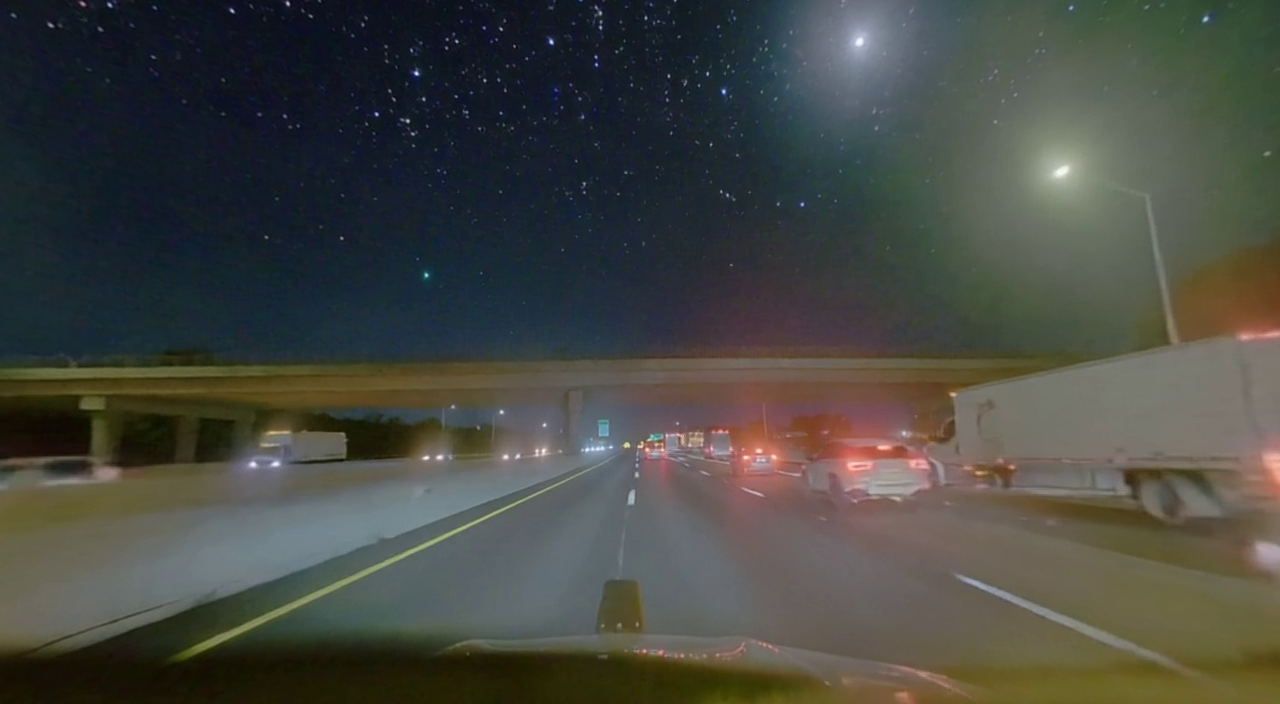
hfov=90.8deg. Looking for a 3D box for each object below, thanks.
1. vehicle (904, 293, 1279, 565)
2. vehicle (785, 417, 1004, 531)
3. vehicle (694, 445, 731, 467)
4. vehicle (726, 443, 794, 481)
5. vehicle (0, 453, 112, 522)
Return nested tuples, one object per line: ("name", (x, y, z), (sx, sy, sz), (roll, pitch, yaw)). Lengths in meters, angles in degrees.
("vehicle", (8.876, 1.607, 12.165), (2.782, 3.144, 11.091), (0, -8, 0))
("vehicle", (4.637, 2.303, 12.562), (2.201, 1.804, 4.801), (0, -9, -2))
("vehicle", (5.036, 7.262, 44.148), (1.987, 1.448, 4.356), (0, -8, -1))
("vehicle", (5.084, 4.711, 27.470), (1.959, 1.483, 5.135), (0, -8, 0))
("vehicle", (-15.723, 3.286, 15.440), (1.855, 1.550, 4.300), (0, -8, 1))
